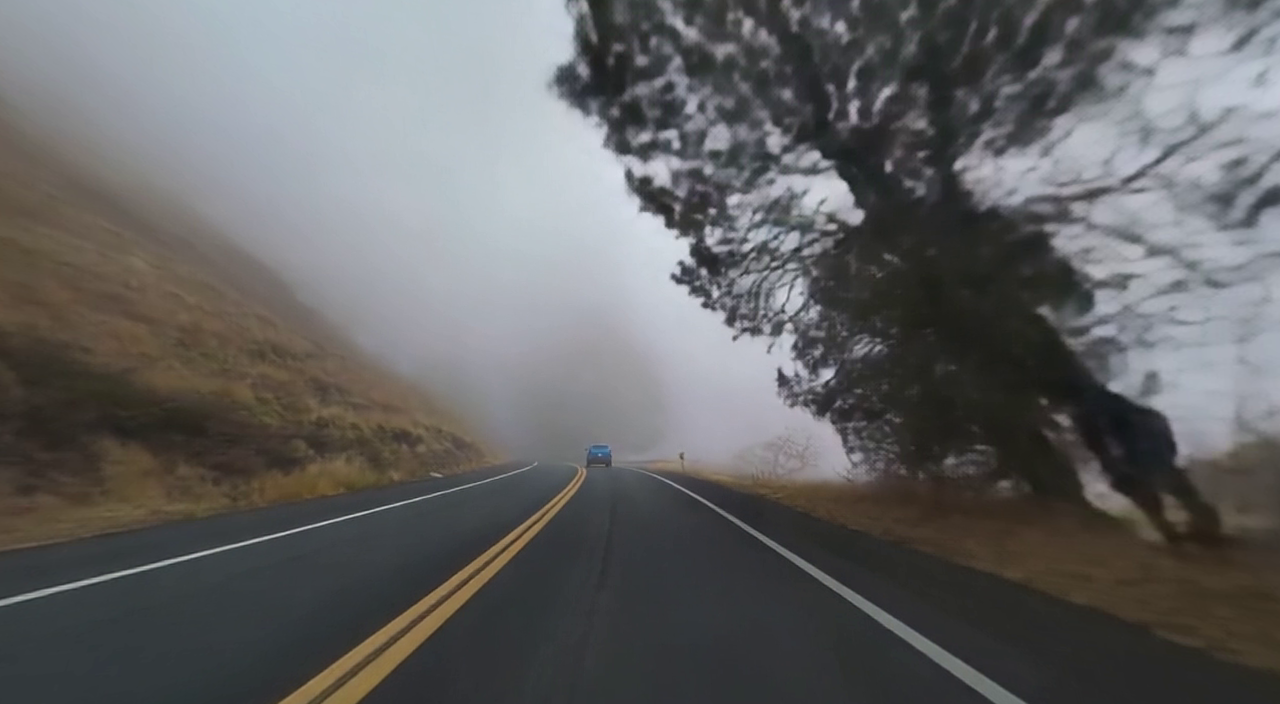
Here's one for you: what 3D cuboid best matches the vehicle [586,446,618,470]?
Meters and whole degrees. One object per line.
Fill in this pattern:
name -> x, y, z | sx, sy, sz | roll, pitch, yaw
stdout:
vehicle -> -3.010, 8.299, 49.661 | 2.195, 1.749, 4.260 | 1, -8, -8
